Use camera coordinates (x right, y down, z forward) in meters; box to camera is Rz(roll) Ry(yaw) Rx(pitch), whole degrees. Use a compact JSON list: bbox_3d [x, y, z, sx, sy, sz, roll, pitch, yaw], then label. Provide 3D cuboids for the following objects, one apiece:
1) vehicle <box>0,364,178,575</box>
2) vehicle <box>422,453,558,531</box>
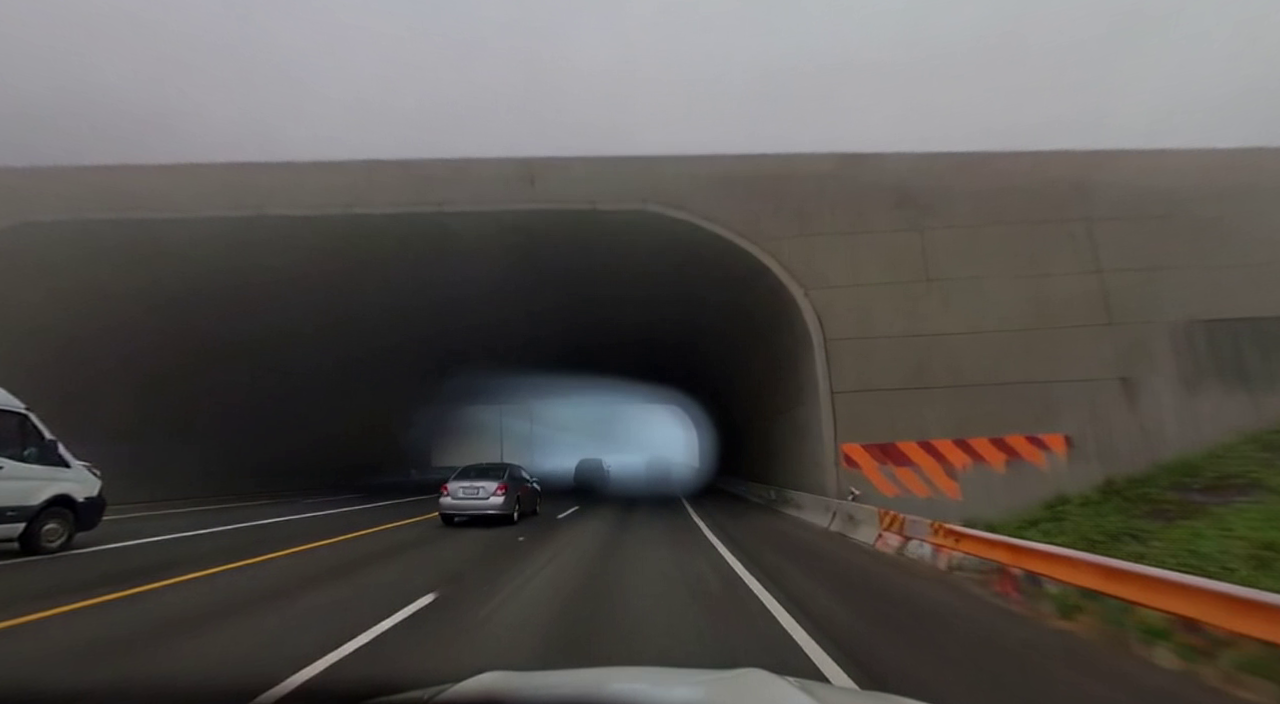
[{"bbox_3d":[-9.175,1.346,7.302,2.310,2.576,6.321,0,-10,5],"label":"vehicle"},{"bbox_3d":[-3.166,3.057,14.120,1.992,1.466,3.690,0,-10,2],"label":"vehicle"}]
